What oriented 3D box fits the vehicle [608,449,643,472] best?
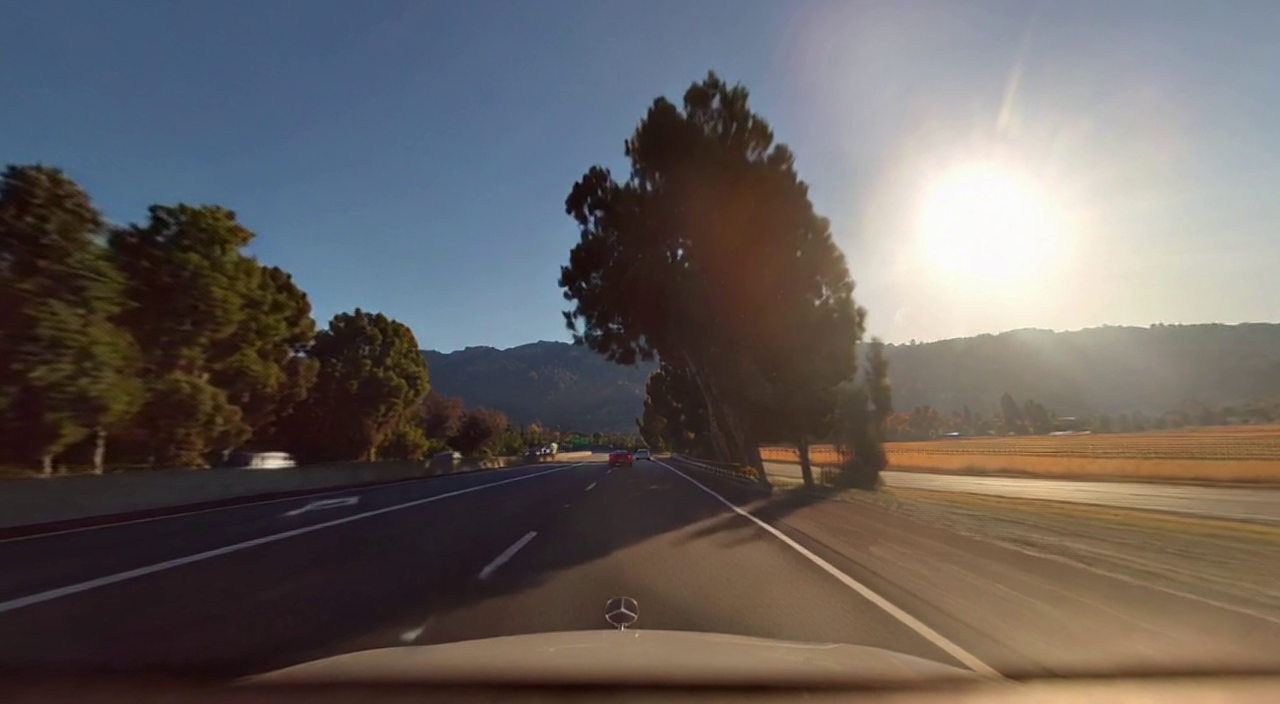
[{"bbox_3d":[-0.924,7.332,43.009,2.170,1.451,4.584,0,-9,1],"label":"vehicle"}]

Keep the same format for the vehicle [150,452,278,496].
[{"bbox_3d":[-15.868,4.532,23.829,1.841,1.481,4.240,0,-9,0],"label":"vehicle"}]

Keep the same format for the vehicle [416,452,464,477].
[{"bbox_3d":[-12.775,7.183,40.487,1.893,1.485,4.002,0,-9,-2],"label":"vehicle"}]
